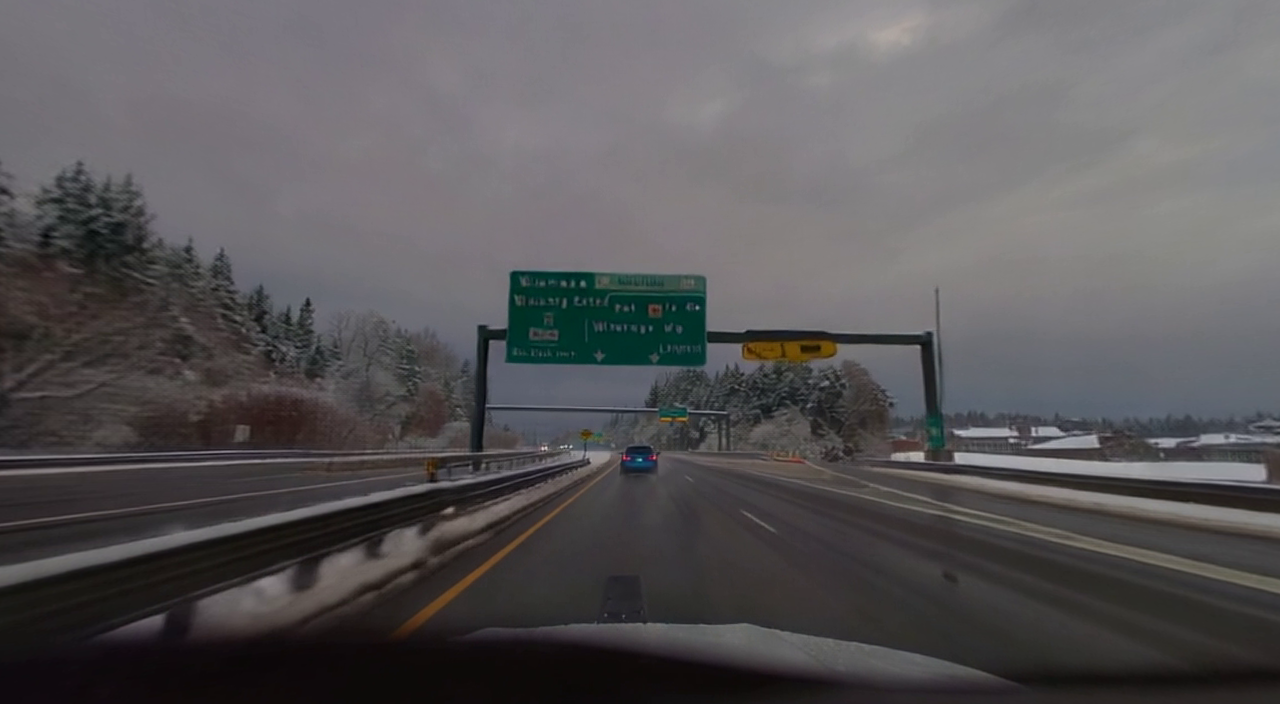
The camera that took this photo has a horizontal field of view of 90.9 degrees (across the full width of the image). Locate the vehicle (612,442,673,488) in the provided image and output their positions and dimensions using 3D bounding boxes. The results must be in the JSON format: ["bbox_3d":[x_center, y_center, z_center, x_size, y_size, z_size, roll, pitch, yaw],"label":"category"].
[{"bbox_3d":[0.075,4.147,23.407,2.069,1.523,4.012,0,-9,-1],"label":"vehicle"}]
